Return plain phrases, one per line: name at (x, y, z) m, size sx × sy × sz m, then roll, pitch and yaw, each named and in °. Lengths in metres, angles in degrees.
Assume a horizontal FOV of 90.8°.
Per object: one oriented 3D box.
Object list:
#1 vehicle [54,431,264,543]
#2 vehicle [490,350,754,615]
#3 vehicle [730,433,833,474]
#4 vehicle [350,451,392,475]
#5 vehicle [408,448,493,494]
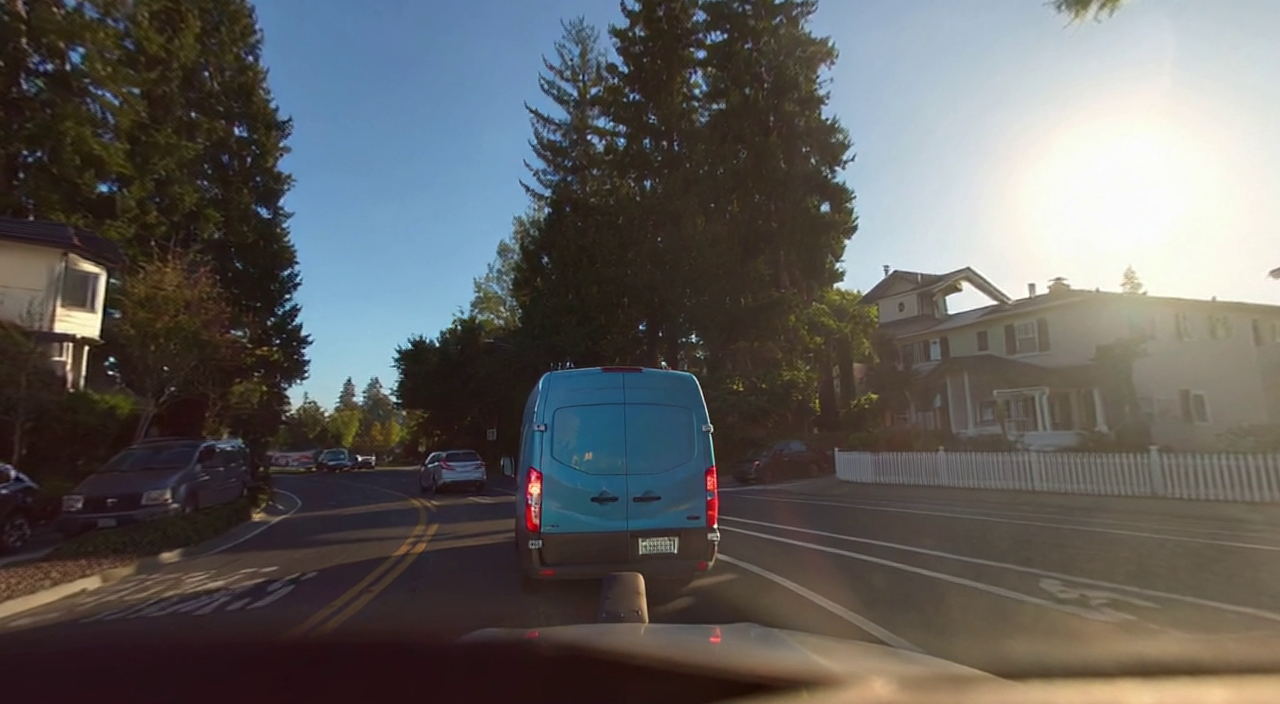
vehicle at (-9.953, 2.734, 13.736) m, size 2.228 × 1.871 × 5.492 m, roll 3°, pitch -9°, yaw -23°
vehicle at (-0.646, 1.416, 7.713) m, size 2.213 × 2.124 × 4.809 m, roll 2°, pitch -9°, yaw -13°
vehicle at (6.614, 4.675, 29.395) m, size 4.559 × 1.754 × 1.985 m, roll 5°, pitch -10°, yaw -32°
vehicle at (-18.742, 7.680, 43.878) m, size 1.911 × 1.493 × 4.291 m, roll 5°, pitch -10°, yaw -32°
vehicle at (-6.903, 4.181, 22.716) m, size 2.008 × 1.445 × 4.386 m, roll 4°, pitch -10°, yaw -28°
